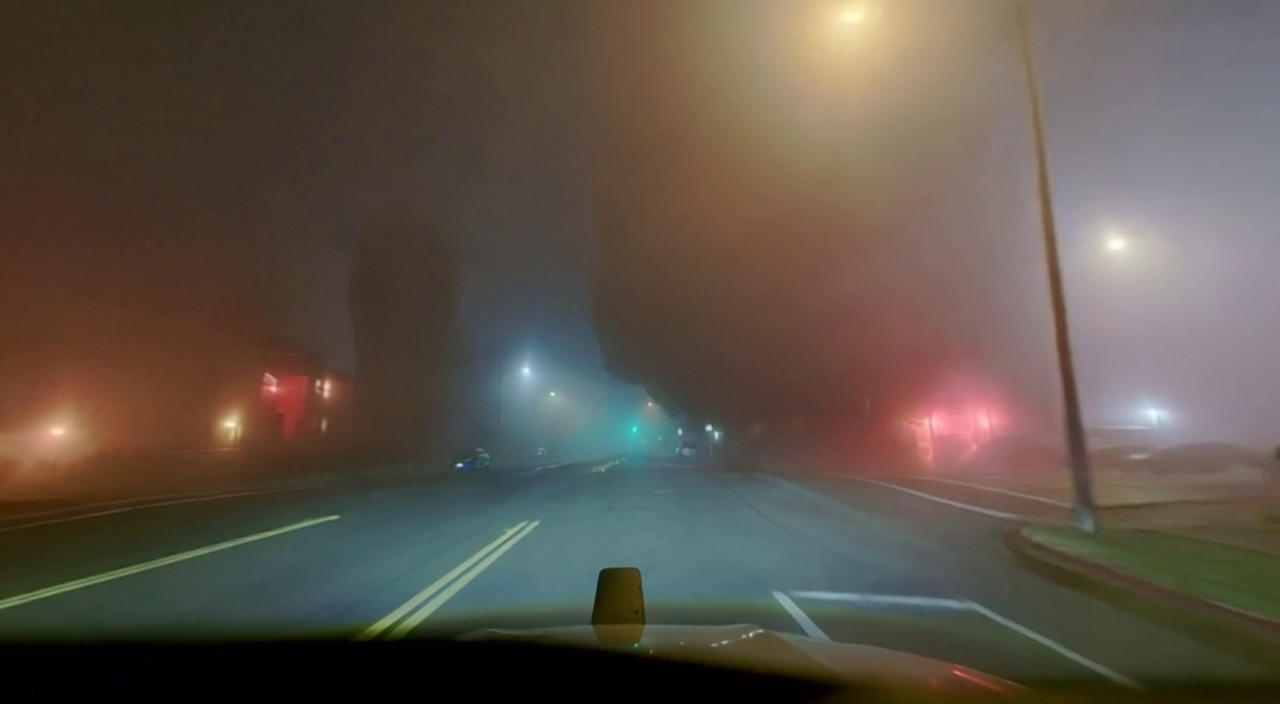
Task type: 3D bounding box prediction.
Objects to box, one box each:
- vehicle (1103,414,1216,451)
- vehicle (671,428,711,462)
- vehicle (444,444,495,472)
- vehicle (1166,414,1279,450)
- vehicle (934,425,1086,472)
[{"bbox_3d":[26.973,4.222,33.013,2.000,1.773,4.469,0,-8,-1],"label":"vehicle"},{"bbox_3d":[3.660,6.844,46.639,2.504,2.114,6.073,5,-8,3],"label":"vehicle"},{"bbox_3d":[-11.038,6.865,41.287,2.049,1.527,4.677,-4,-8,-1],"label":"vehicle"},{"bbox_3d":[29.872,4.140,32.582,1.918,1.717,4.112,-1,-8,2],"label":"vehicle"},{"bbox_3d":[14.308,3.754,24.678,4.635,1.706,1.954,-1,-8,2],"label":"vehicle"}]
